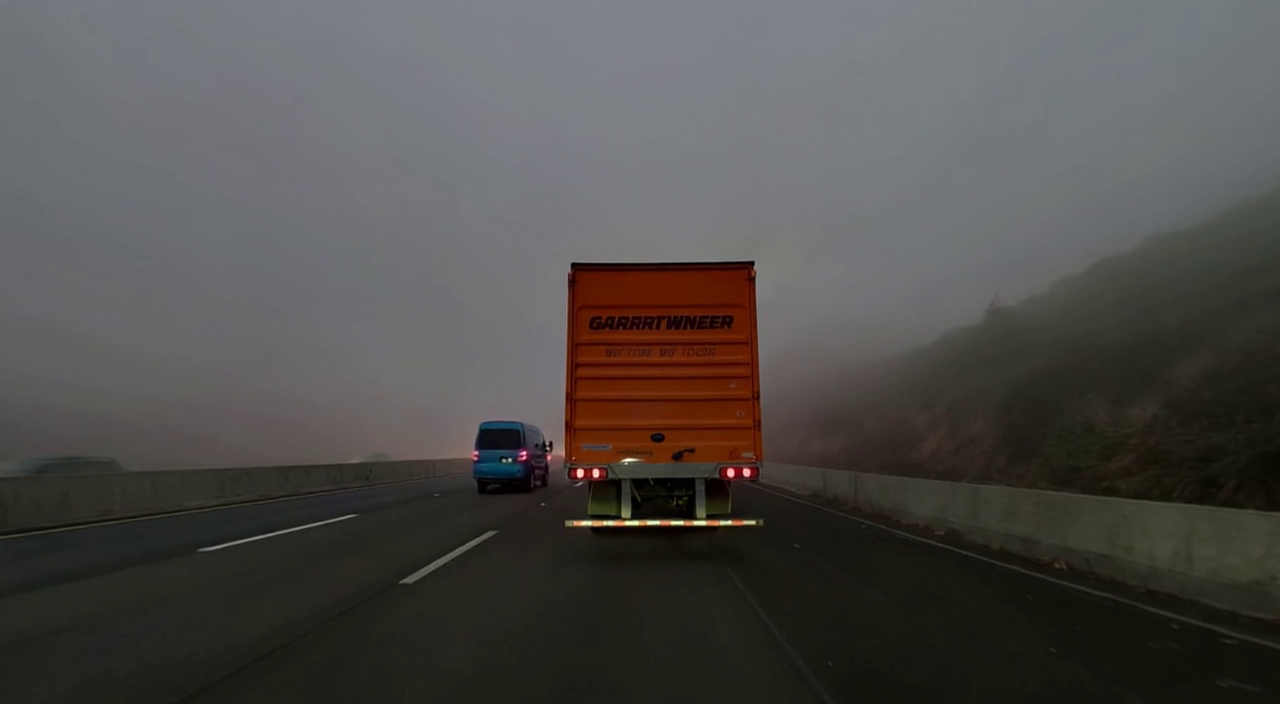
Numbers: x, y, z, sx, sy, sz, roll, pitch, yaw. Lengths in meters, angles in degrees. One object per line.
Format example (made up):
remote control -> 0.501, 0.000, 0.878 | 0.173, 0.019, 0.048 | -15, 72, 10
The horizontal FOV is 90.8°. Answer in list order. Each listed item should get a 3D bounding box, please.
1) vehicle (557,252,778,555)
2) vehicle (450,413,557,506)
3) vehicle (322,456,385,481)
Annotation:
vehicle -> 0.422, 1.451, 13.681 | 2.853, 4.054, 10.557 | 0, -9, 1
vehicle -> -4.062, 3.330, 19.810 | 2.208, 2.522, 5.187 | 0, -9, 0
vehicle -> -19.613, 7.964, 43.455 | 1.963, 1.545, 4.717 | 0, -9, 2
